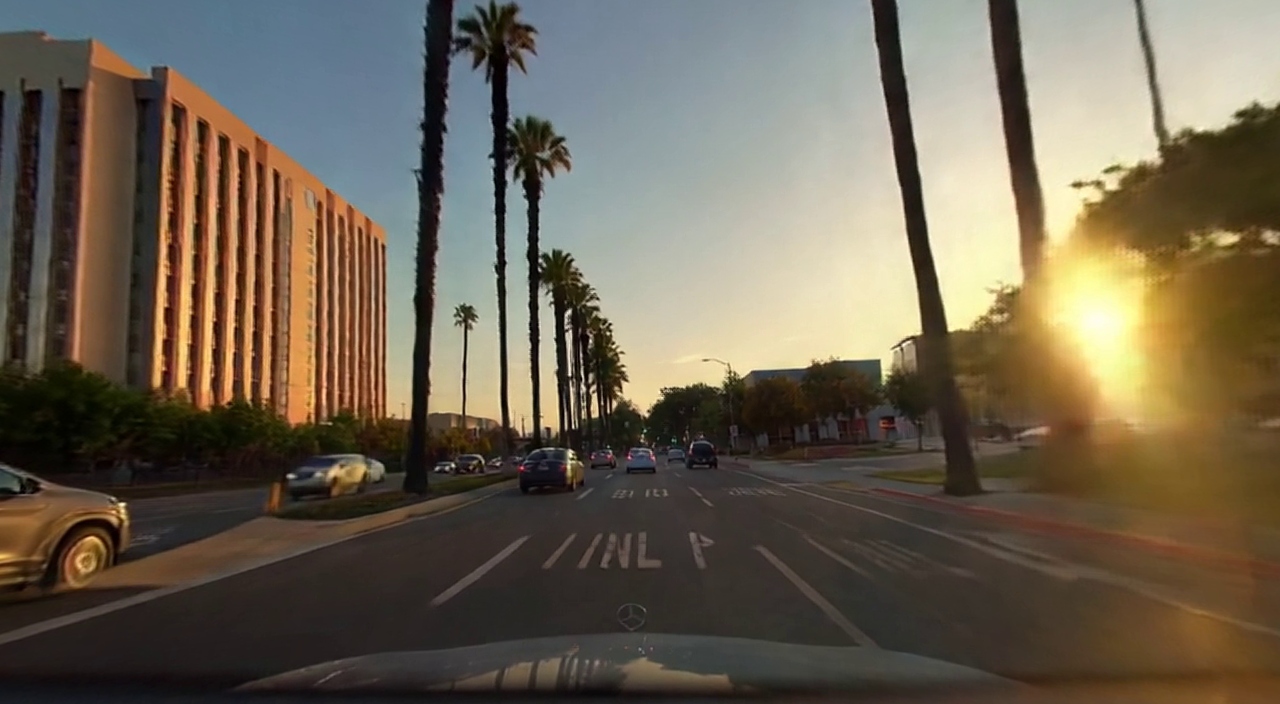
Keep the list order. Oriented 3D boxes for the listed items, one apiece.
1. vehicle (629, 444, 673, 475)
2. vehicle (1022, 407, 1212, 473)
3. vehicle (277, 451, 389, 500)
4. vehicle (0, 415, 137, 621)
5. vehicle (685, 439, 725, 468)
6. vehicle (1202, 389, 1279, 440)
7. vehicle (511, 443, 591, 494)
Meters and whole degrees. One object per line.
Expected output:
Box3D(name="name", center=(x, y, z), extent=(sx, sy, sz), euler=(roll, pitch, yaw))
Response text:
Box3D(name="vehicle", center=(0.558, 5.612, 33.076), extent=(2.147, 1.507, 3.953), euler=(0, -8, 1))
Box3D(name="vehicle", center=(12.113, 2.278, 16.014), extent=(4.378, 1.463, 1.824), euler=(5, -10, -23))
Box3D(name="vehicle", center=(-11.745, 4.719, 24.541), extent=(2.034, 1.649, 4.577), euler=(0, -8, 0))
Box3D(name="vehicle", center=(-6.466, 1.277, 4.447), extent=(2.030, 1.730, 4.506), euler=(-1, -8, 1))
Box3D(name="vehicle", center=(4.211, 6.680, 41.698), extent=(2.108, 1.785, 4.334), euler=(0, -8, -1))
Box3D(name="vehicle", center=(22.212, 2.336, 22.789), extent=(4.554, 1.635, 1.864), euler=(6, -11, -37))
Box3D(name="vehicle", center=(-2.835, 3.834, 21.103), extent=(1.908, 1.505, 4.369), euler=(-1, -8, 2))
